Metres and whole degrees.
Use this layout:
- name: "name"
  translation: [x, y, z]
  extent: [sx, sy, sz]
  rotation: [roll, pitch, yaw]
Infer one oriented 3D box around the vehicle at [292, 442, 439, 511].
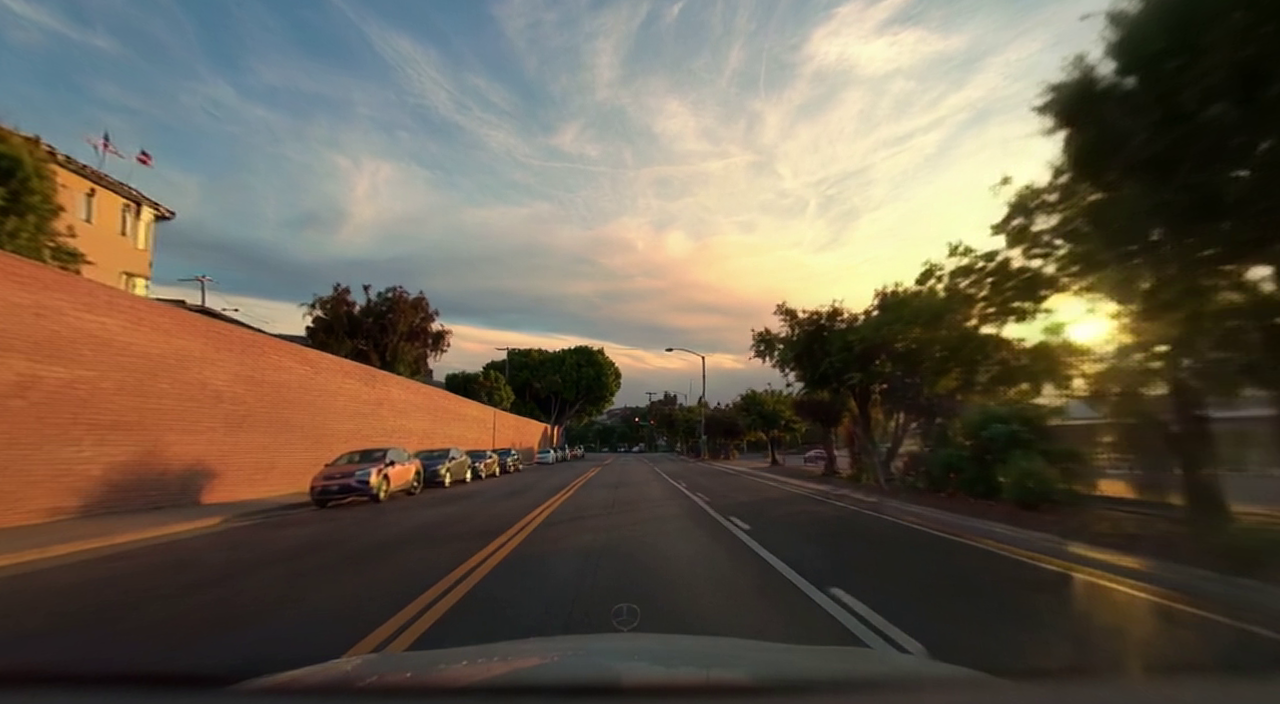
- name: "vehicle"
  translation: [-7.015, 3.178, 16.777]
  extent: [1.899, 1.485, 4.593]
  rotation: [2, -8, -2]
